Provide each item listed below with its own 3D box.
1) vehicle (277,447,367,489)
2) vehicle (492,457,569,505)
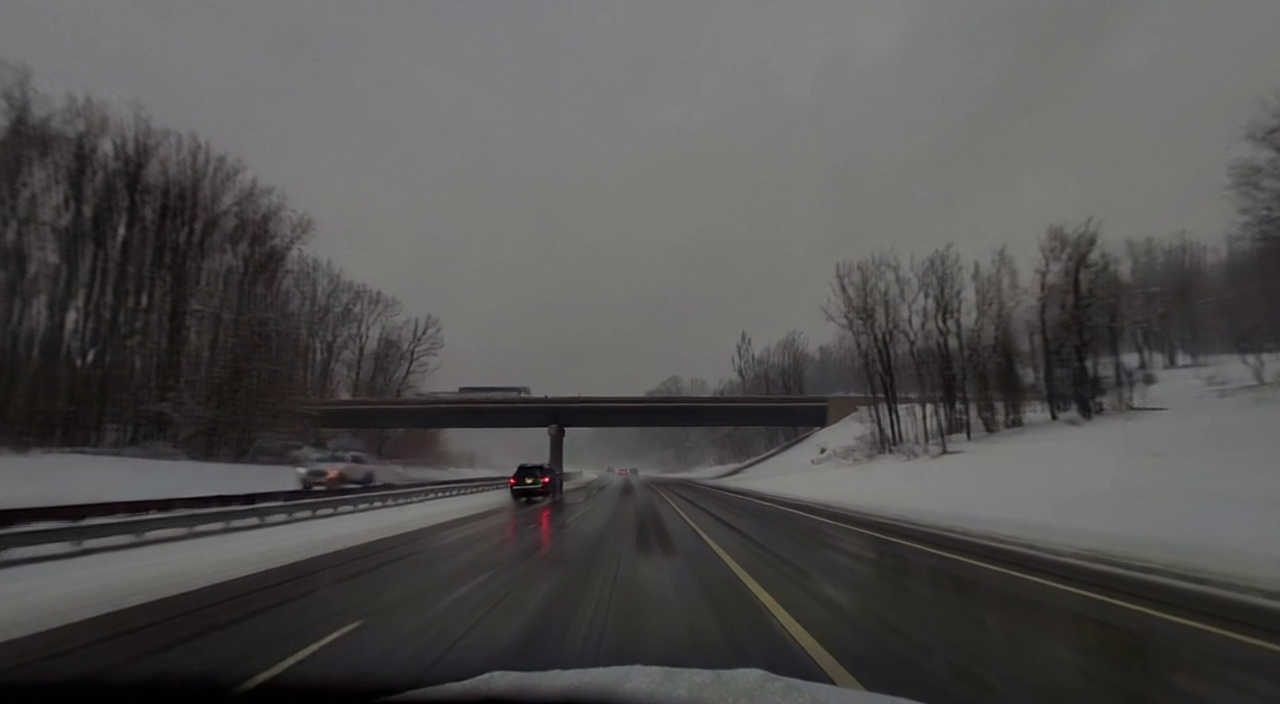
[{"bbox_3d":[-14.343,5.285,28.710,1.860,1.730,4.322,1,-11,-1],"label":"vehicle"},{"bbox_3d":[-4.363,5.307,26.133,2.286,1.757,5.057,1,-11,0],"label":"vehicle"}]
